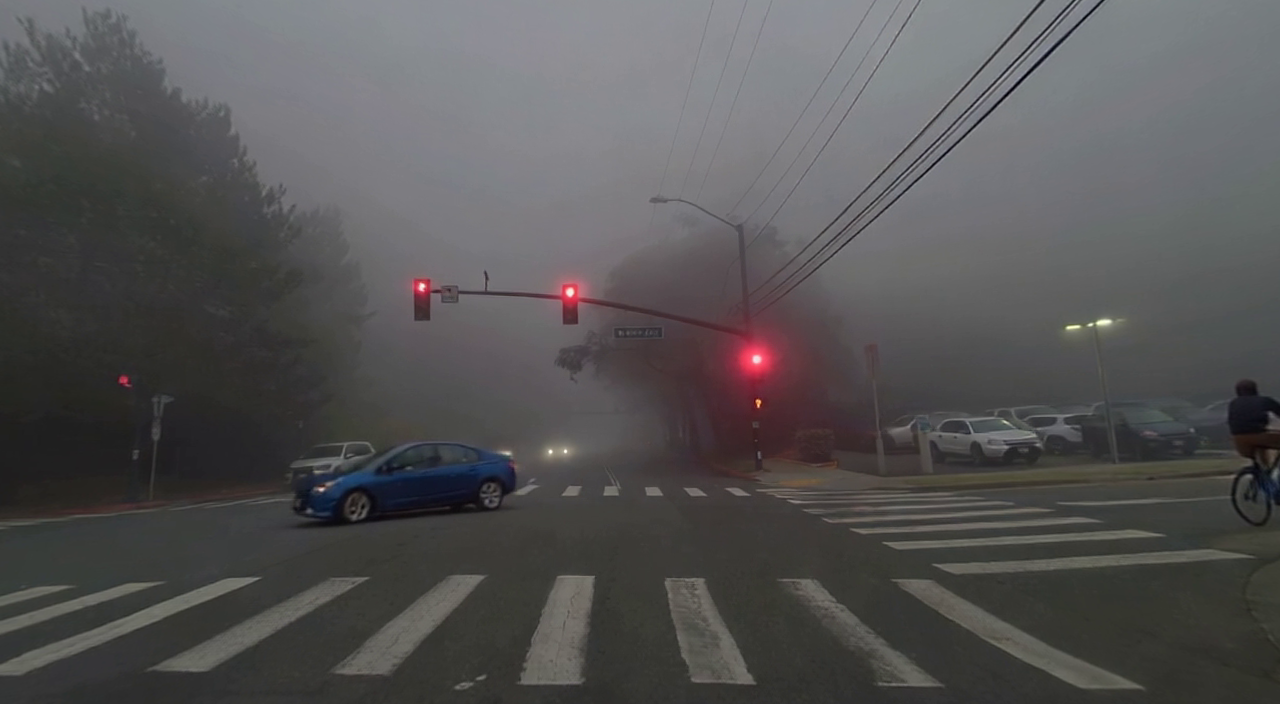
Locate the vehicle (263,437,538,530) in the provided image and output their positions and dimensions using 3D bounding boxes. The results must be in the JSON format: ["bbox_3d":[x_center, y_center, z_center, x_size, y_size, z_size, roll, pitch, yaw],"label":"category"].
[{"bbox_3d":[-4.307,2.323,11.629,4.385,1.419,1.855,5,-10,-29],"label":"vehicle"}]

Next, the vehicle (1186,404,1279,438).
[{"bbox_3d":[34.895,4.024,36.660,4.326,1.511,1.725,-8,-9,17],"label":"vehicle"}]

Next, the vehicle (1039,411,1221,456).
[{"bbox_3d":[16.921,2.904,22.114,4.560,1.453,1.851,-3,-9,18],"label":"vehicle"}]
